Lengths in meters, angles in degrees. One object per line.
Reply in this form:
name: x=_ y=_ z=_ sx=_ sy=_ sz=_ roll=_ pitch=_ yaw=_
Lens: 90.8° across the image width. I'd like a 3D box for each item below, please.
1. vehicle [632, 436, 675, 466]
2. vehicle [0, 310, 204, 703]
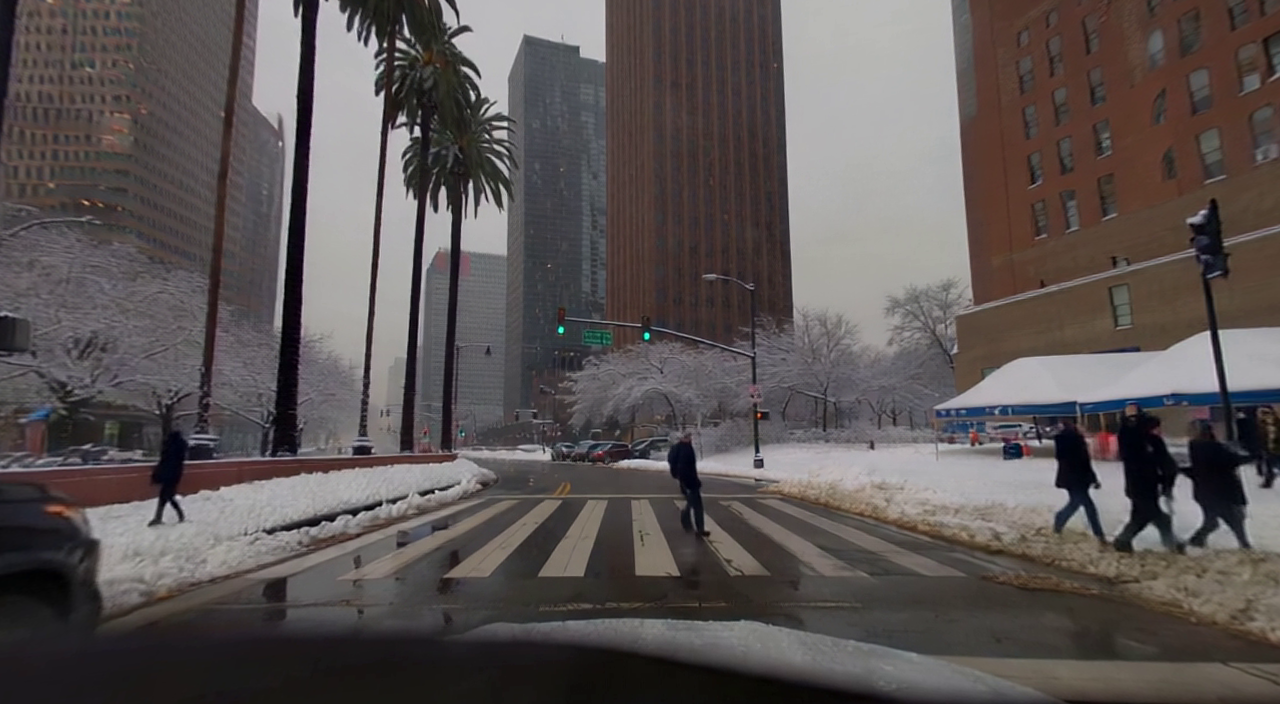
vehicle: x=0.914 y=7.288 z=46.648 sx=2.322 sy=2.071 sz=5.366 roll=1 pitch=-9 yaw=-9
vehicle: x=-3.225 y=0.495 z=0.813 sx=1.948 sy=1.674 sz=4.668 roll=0 pitch=-8 yaw=0
